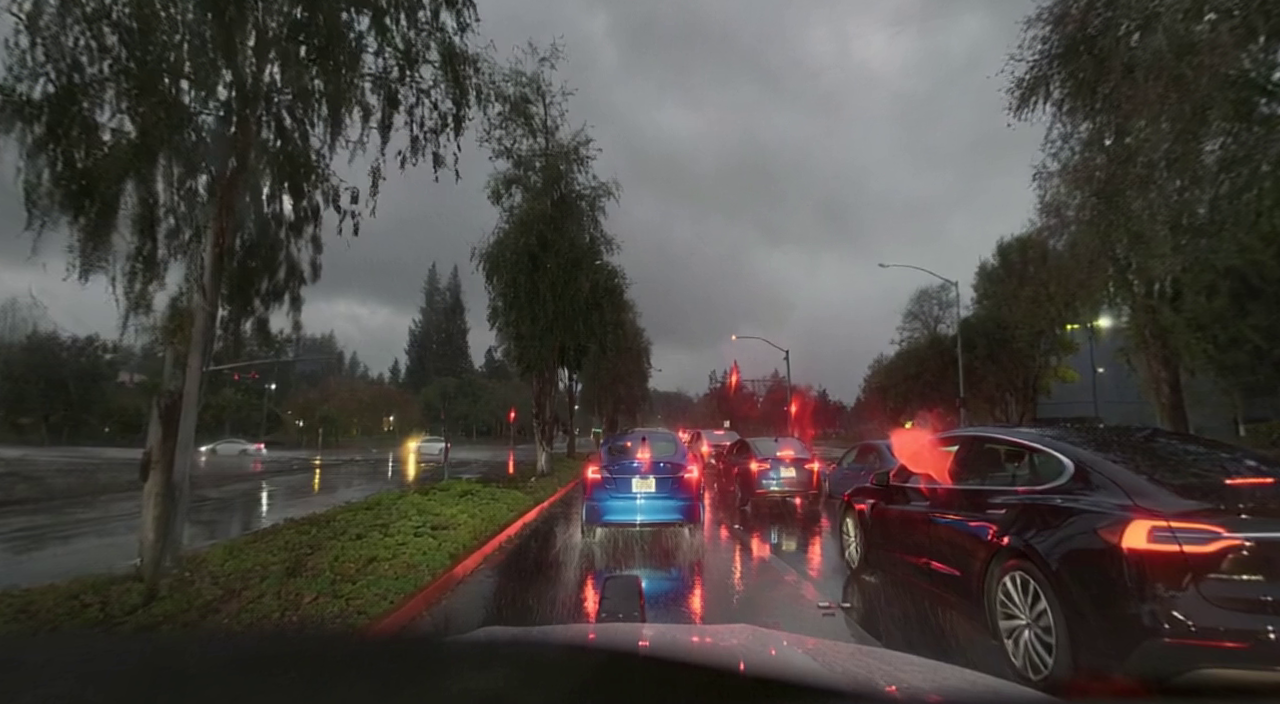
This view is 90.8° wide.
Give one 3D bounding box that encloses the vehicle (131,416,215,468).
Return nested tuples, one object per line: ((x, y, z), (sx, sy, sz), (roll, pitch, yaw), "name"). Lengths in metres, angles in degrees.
((-29.256, 5.657, 39.706), (2.608, 2.990, 3.026), (2, -8, 1), "vehicle")

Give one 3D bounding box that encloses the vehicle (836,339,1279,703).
((3.182, 1.109, 4.305), (2.167, 1.676, 4.443), (0, -8, -1), "vehicle")

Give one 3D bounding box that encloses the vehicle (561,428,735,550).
((0.036, 2.014, 10.014), (2.147, 1.499, 4.240), (0, -8, -2), "vehicle")

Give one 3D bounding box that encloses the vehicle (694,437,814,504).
((2.697, 2.920, 16.035), (2.058, 1.466, 4.208), (0, -8, -3), "vehicle")

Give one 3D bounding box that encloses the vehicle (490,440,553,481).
((-4.630, 4.284, 25.265), (1.972, 1.457, 4.171), (0, -8, -4), "vehicle")
